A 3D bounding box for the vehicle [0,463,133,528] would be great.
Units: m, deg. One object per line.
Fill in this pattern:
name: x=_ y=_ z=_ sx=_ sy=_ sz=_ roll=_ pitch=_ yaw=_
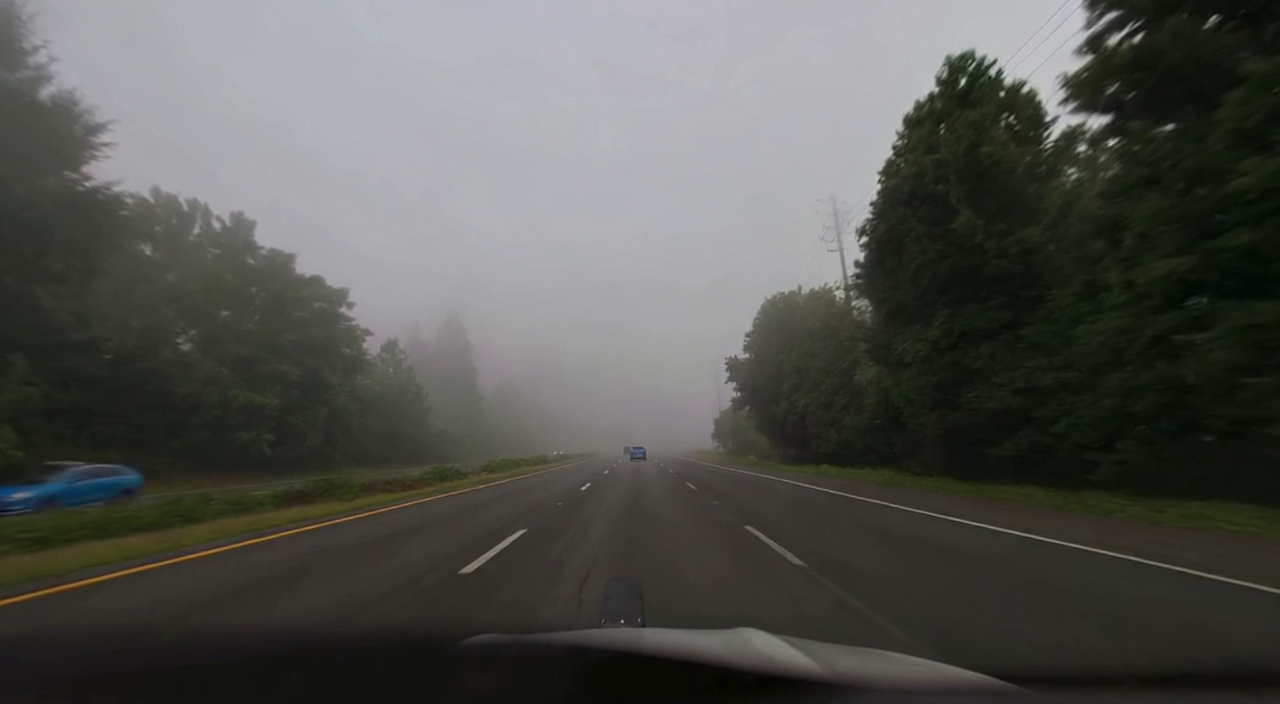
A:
vehicle: x=-16.132 y=3.739 z=16.815 sx=1.843 sy=1.443 sz=4.036 roll=0 pitch=-9 yaw=-1
